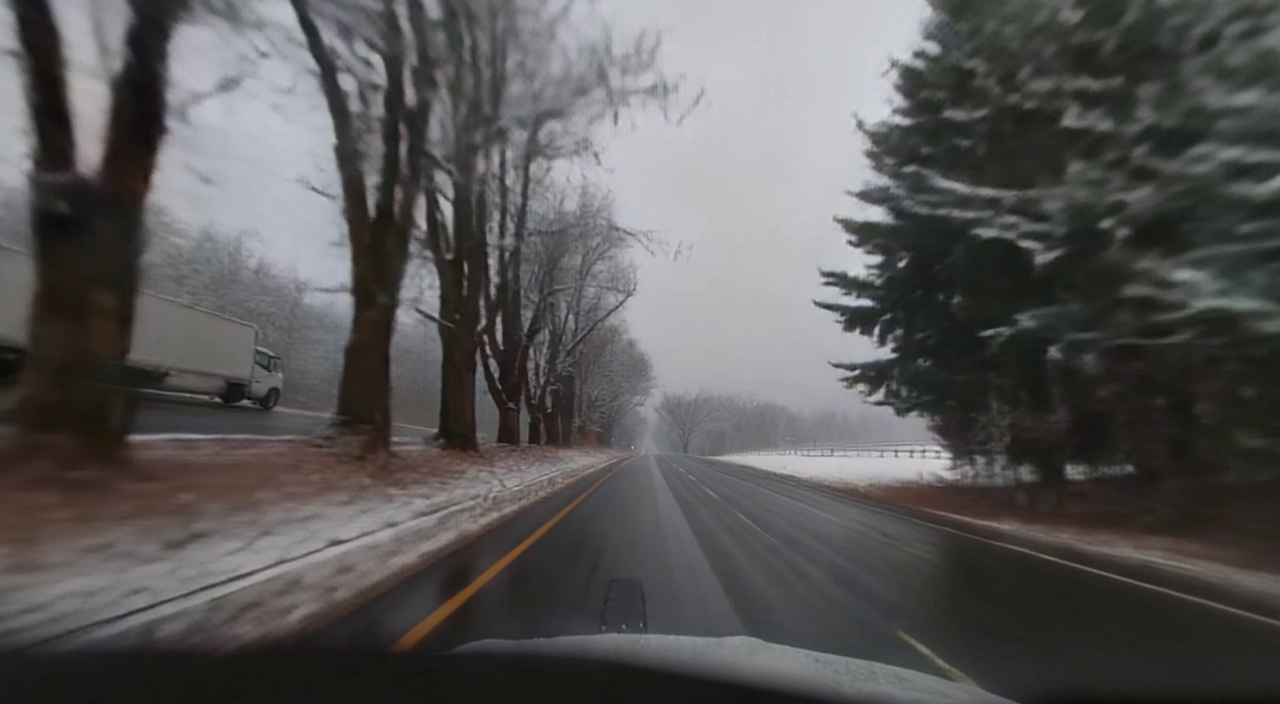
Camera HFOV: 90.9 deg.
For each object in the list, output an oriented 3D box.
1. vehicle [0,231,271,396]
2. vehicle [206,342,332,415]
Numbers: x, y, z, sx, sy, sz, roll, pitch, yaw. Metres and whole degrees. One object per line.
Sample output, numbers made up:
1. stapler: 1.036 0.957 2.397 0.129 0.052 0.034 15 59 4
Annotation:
1. vehicle: -25.266 -0.962 31.138 3.314 4.163 16.558 -1 -11 3
2. vehicle: -24.070 1.878 41.640 3.022 4.324 8.607 -1 -4 1
